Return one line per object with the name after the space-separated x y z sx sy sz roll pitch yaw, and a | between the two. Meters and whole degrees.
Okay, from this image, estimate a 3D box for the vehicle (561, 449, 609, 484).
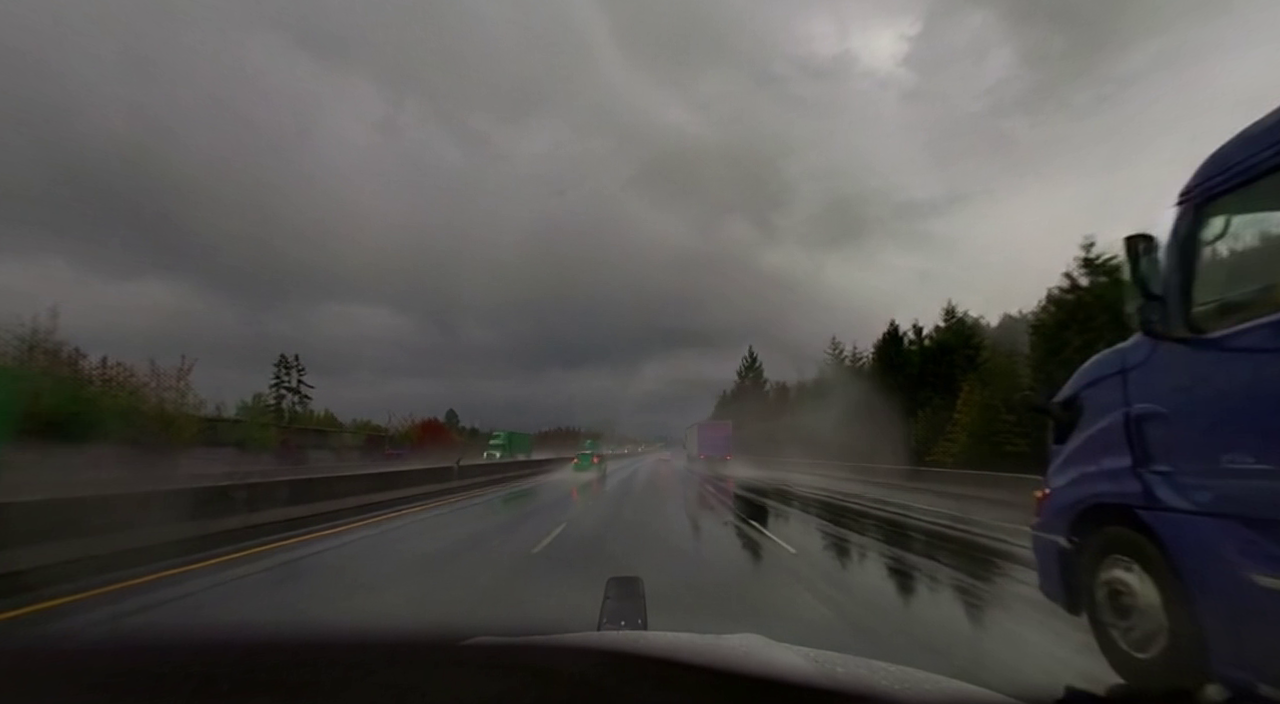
-2.591 5.535 30.758 1.960 1.579 4.384 0 -9 0 | vehicle

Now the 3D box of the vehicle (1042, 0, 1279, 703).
4.511 -0.274 1.525 3.020 3.962 5.781 0 -9 0 | vehicle

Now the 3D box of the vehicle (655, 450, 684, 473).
2.074 7.853 45.218 1.957 1.541 4.099 0 -9 1 | vehicle
